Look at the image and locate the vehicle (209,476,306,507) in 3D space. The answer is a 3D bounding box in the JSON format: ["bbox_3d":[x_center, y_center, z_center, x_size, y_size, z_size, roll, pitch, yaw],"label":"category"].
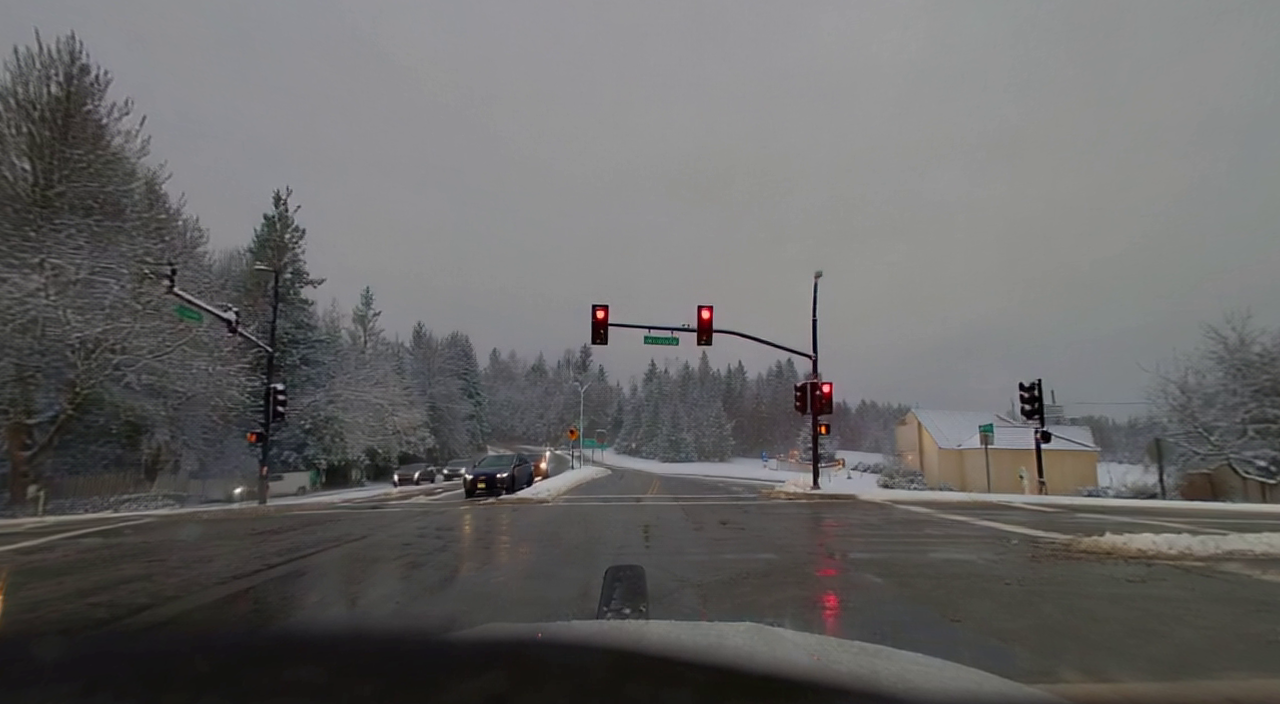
[{"bbox_3d":[-22.650,8.219,37.427,4.491,1.500,2.029,8,-12,-43],"label":"vehicle"}]

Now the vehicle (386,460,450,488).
[{"bbox_3d":[-15.882,8.759,45.406,2.050,1.755,5.135,-2,-9,9],"label":"vehicle"}]

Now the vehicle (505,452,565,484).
[{"bbox_3d":[-5.237,5.850,32.085,2.107,1.456,4.728,0,-8,1],"label":"vehicle"}]

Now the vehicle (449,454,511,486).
[{"bbox_3d":[-8.043,5.975,32.088,1.960,1.433,4.213,0,-8,1],"label":"vehicle"}]
